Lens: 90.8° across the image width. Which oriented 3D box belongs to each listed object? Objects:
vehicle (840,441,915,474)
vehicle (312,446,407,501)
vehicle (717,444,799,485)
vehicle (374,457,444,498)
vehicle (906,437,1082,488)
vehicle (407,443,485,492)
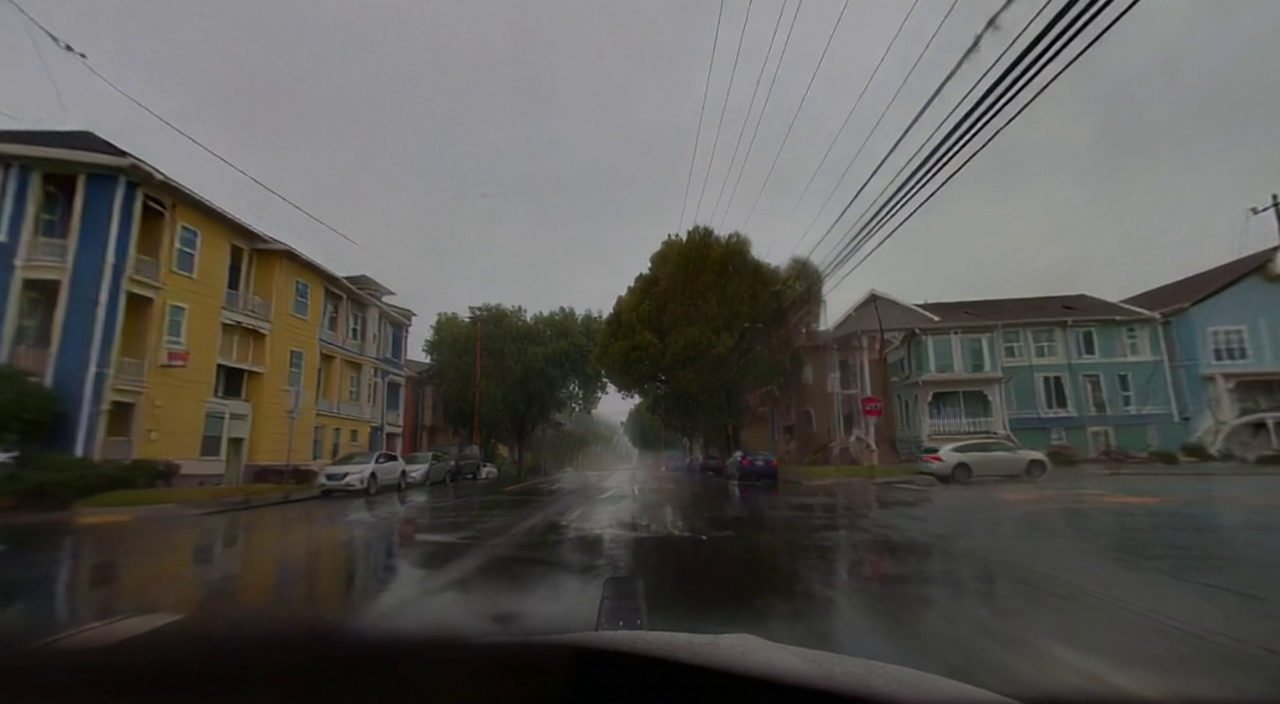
[{"bbox_3d":[12.744,5.655,33.869,3.545,1.448,2.041,-5,-4,24],"label":"vehicle"},{"bbox_3d":[-10.398,4.582,23.754,1.900,1.683,4.486,-4,-11,-6],"label":"vehicle"},{"bbox_3d":[4.686,4.541,25.948,2.059,1.502,4.824,1,-9,-5],"label":"vehicle"},{"bbox_3d":[-10.668,5.805,29.523,1.826,1.455,4.475,-6,-8,-5],"label":"vehicle"},{"bbox_3d":[10.681,3.311,19.241,4.336,1.424,1.954,1,-9,-11],"label":"vehicle"},{"bbox_3d":[-10.746,6.439,35.667,2.687,2.491,5.936,0,-8,-2],"label":"vehicle"}]
